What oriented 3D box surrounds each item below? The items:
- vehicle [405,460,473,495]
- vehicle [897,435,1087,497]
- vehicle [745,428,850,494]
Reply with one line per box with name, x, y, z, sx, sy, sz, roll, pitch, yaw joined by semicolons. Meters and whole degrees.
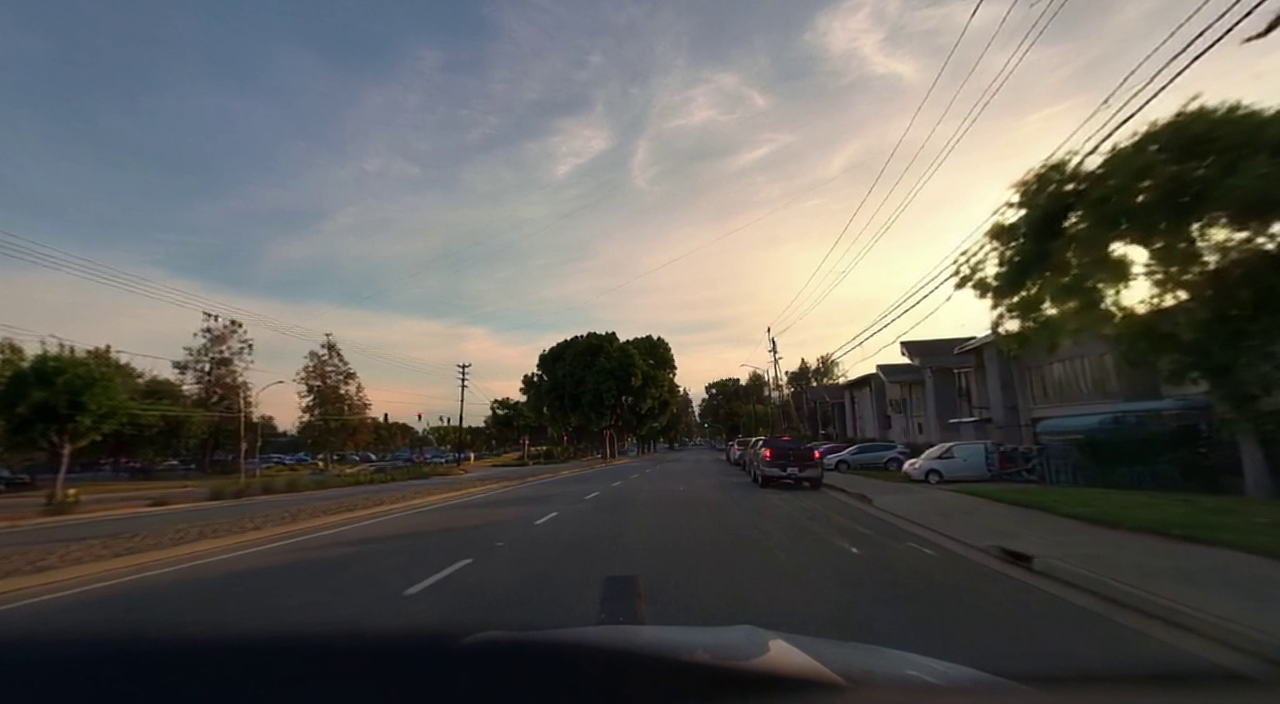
vehicle;-9.406;5.860;29.853;1.688;1.424;3.786;-1;-8;5
vehicle;10.815;3.488;19.767;2.038;1.680;4.660;6;-10;-37
vehicle;4.789;3.394;20.119;2.359;1.817;4.985;-1;-8;4
